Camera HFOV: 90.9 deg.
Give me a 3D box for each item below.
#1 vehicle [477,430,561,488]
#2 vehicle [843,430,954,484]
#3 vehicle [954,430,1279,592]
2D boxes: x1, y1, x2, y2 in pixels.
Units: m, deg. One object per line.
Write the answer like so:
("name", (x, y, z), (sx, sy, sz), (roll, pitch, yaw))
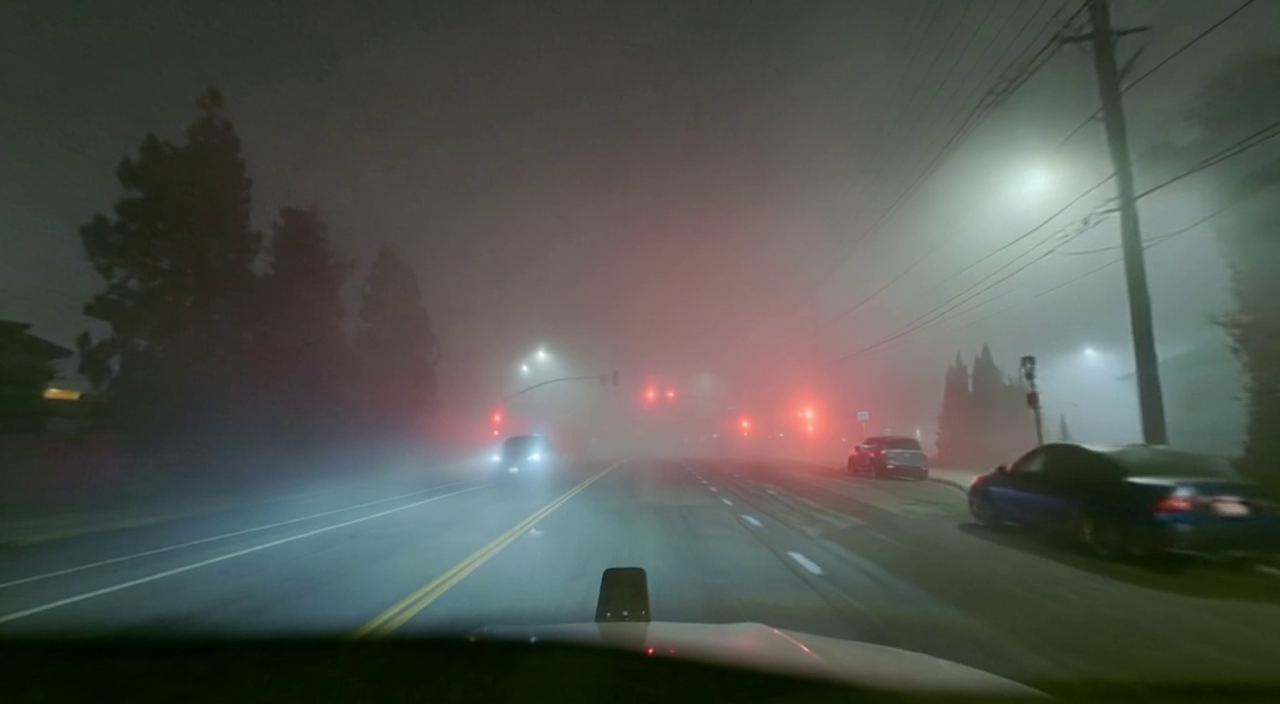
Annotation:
("vehicle", (-4.096, 3.704, 22.198), (2.012, 1.778, 4.990), (0, -8, -1))
("vehicle", (9.435, 3.872, 23.514), (2.170, 1.771, 4.908), (0, -8, 2))
("vehicle", (6.054, 1.786, 8.042), (2.040, 1.475, 4.389), (-1, -8, 4))
